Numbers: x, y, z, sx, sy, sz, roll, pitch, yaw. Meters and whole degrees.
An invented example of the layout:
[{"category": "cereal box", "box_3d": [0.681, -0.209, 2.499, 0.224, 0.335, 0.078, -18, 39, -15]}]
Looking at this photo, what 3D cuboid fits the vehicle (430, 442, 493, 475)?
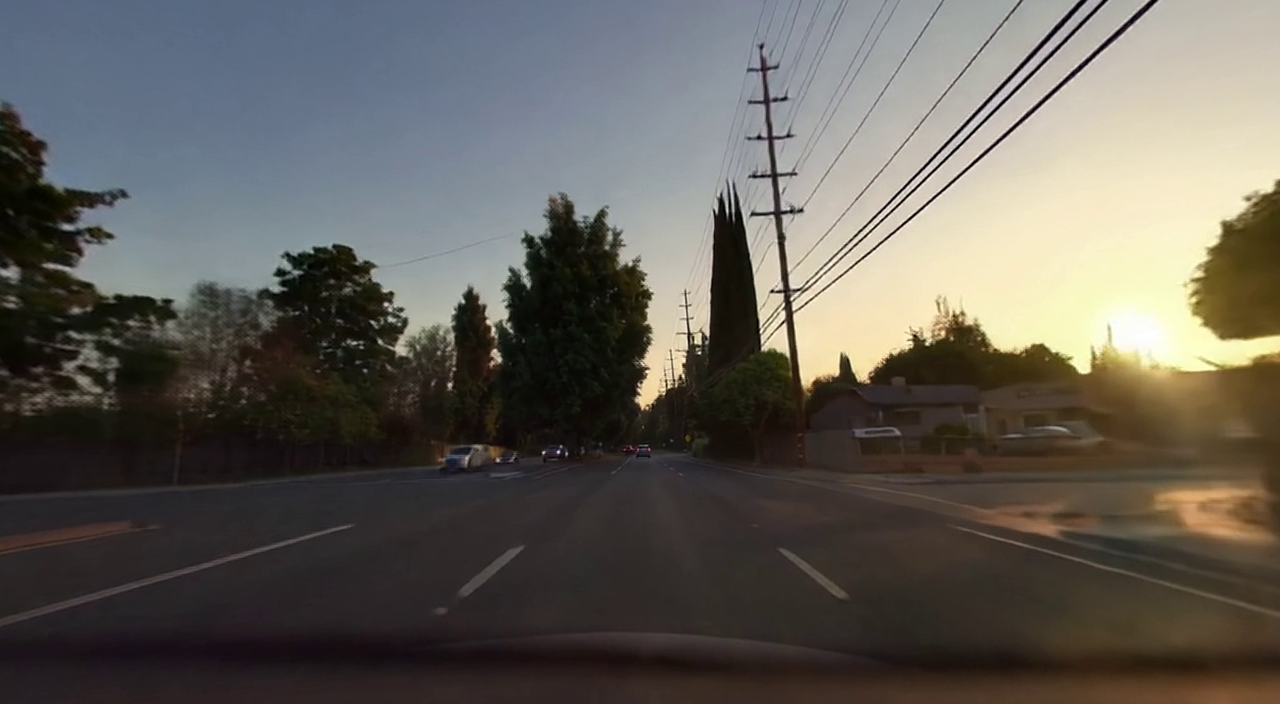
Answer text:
[{"category": "vehicle", "box_3d": [-9.814, 5.898, 34.942, 2.111, 1.718, 4.465, 0, -9, 1]}]
